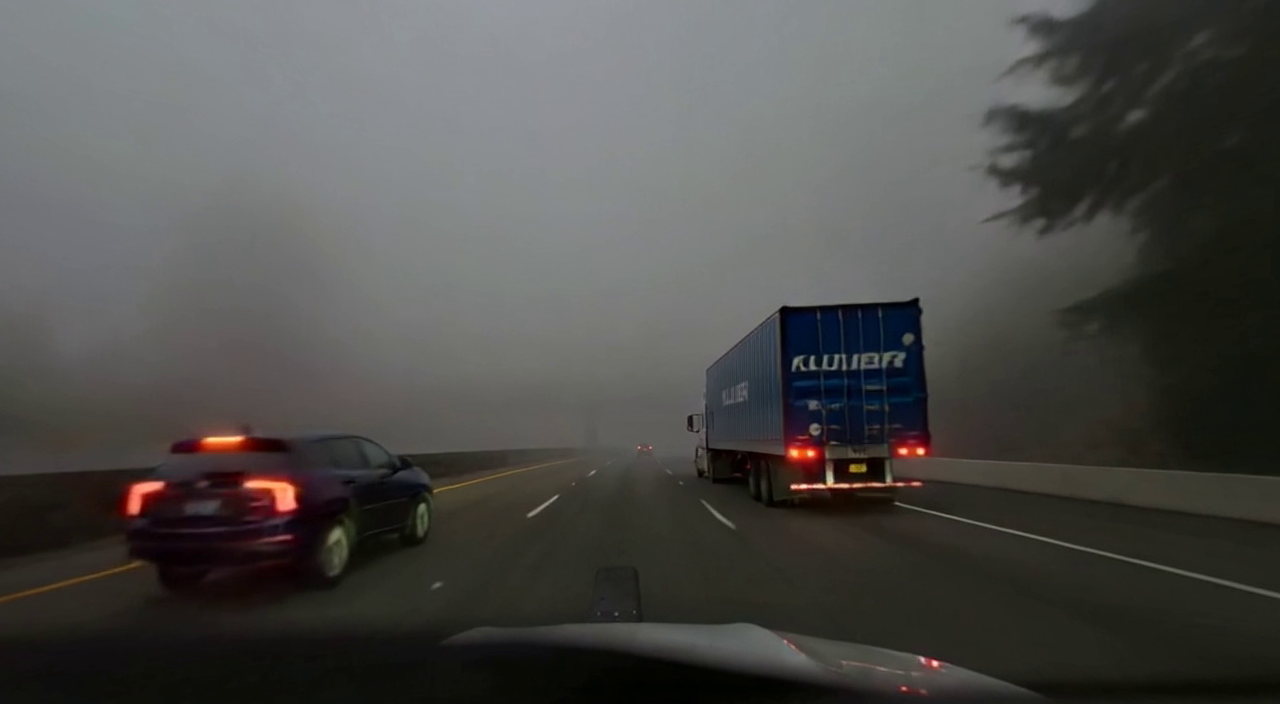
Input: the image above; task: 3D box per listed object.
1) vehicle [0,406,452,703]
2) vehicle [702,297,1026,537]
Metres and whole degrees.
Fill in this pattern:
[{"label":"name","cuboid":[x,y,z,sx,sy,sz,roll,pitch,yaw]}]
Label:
[{"label":"vehicle","cuboid":[-3.373,1.360,5.222,2.276,1.551,4.484,-1,-8,0]},{"label":"vehicle","cuboid":[3.857,1.734,15.191,3.306,3.531,11.717,-1,-8,-1]}]
